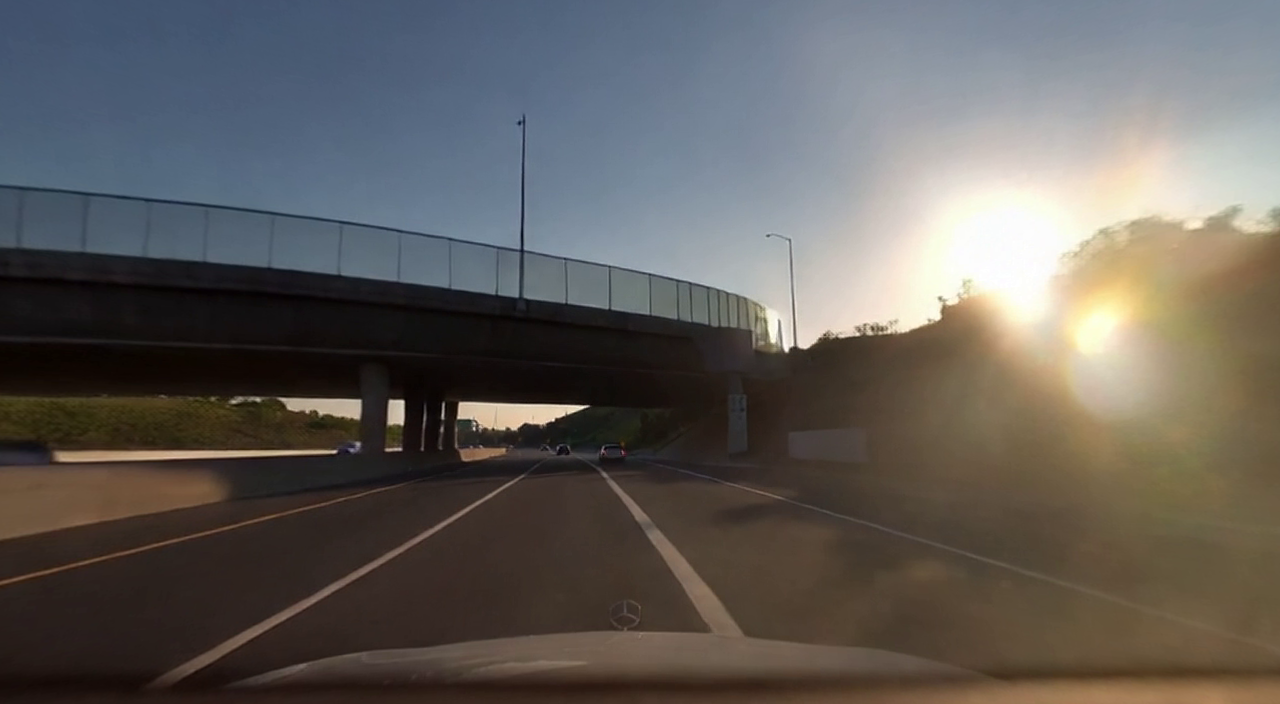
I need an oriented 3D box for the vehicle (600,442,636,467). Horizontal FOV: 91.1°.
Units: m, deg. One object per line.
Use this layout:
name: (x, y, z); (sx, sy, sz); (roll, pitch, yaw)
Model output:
vehicle: (-1.461, 6.456, 39.834); (2.140, 1.455, 4.135); (0, -8, -4)
